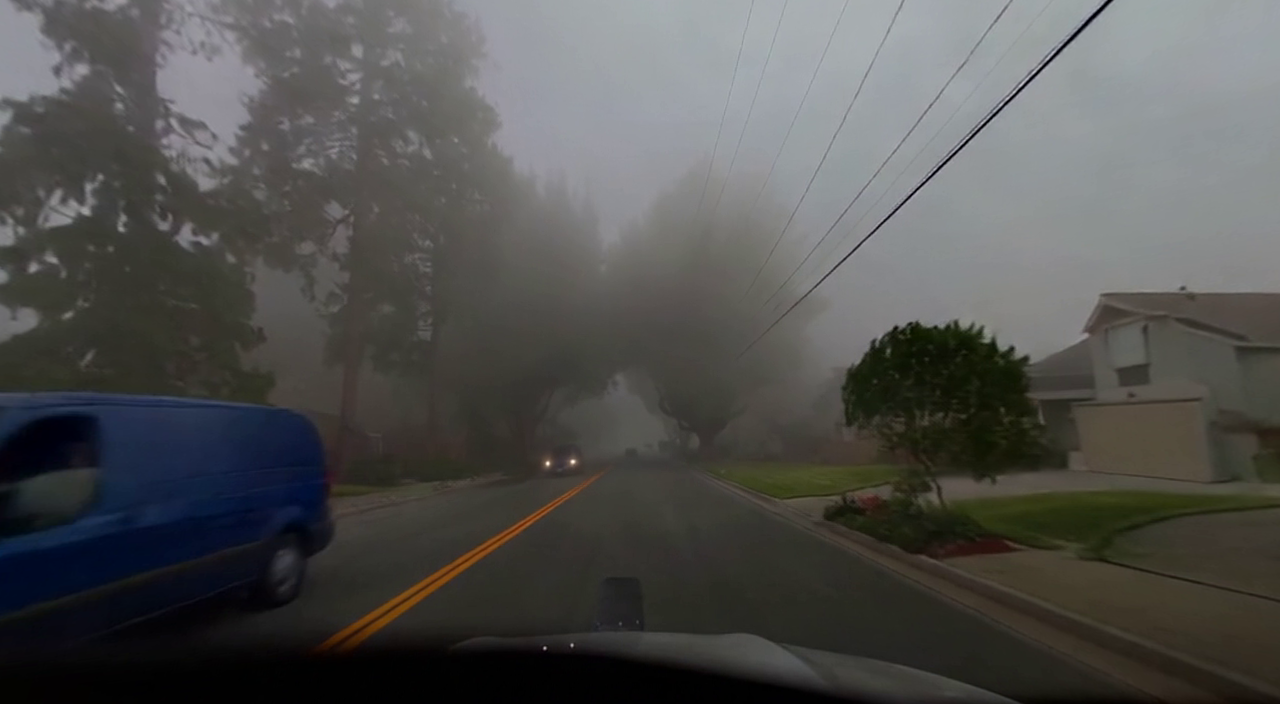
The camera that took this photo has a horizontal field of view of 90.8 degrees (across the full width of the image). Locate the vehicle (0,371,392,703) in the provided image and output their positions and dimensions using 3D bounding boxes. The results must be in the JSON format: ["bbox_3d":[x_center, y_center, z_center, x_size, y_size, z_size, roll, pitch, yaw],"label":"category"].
[{"bbox_3d":[-4.225,1.283,4.858,2.303,1.813,5.660,0,-9,0],"label":"vehicle"}]

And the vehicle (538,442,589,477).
[{"bbox_3d":[-4.135,5.899,35.014,2.161,1.798,4.627,0,-9,1],"label":"vehicle"}]
